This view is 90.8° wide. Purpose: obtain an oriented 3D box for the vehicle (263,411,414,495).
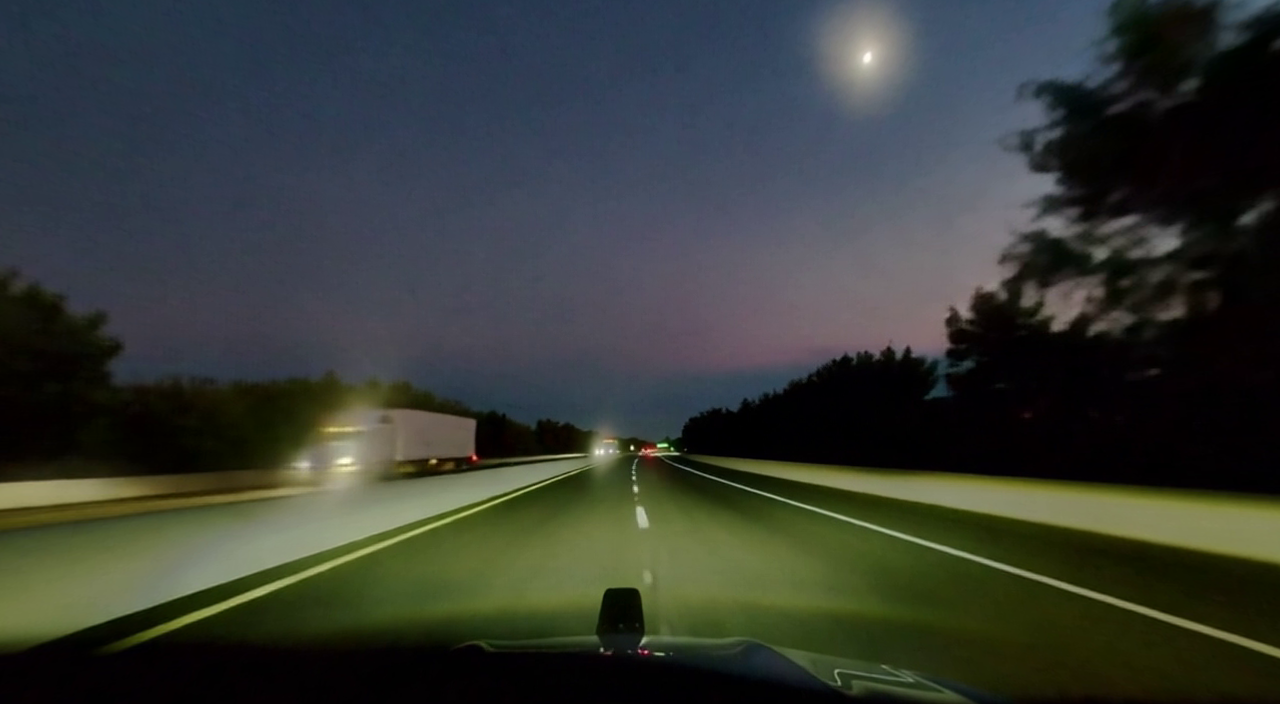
[{"bbox_3d":[-10.983,3.799,23.839,2.597,2.717,6.297,0,-9,-1],"label":"vehicle"}]
